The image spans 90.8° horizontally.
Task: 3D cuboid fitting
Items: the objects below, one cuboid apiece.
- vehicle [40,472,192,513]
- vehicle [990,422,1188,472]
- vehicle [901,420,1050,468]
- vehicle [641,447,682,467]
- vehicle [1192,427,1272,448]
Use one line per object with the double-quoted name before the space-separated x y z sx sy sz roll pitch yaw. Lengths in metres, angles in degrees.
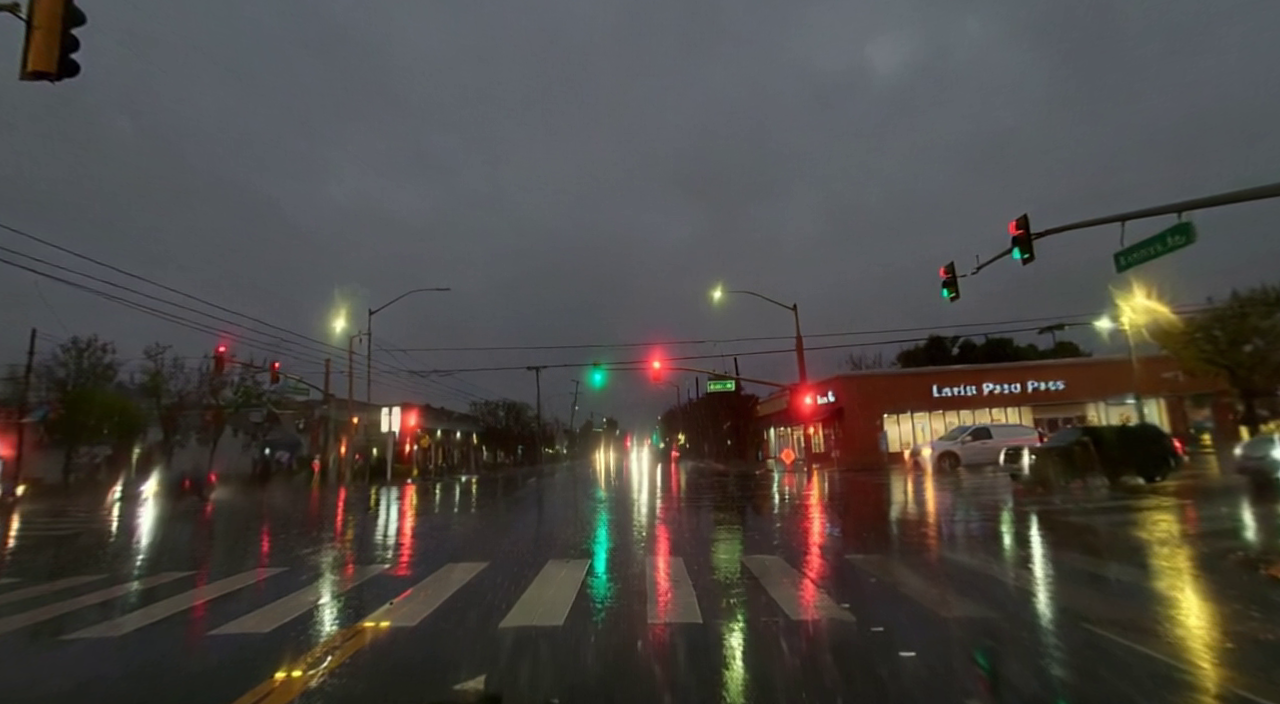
"vehicle" -21.198 5.679 25.657 4.676 1.463 1.909 -1 -8 6
"vehicle" 14.369 3.096 20.610 4.835 1.487 1.913 -4 -9 20
"vehicle" 13.031 3.650 24.942 4.916 1.730 1.986 -4 -9 21
"vehicle" 1.611 8.085 48.892 1.969 1.491 4.612 2 -9 -14
"vehicle" 42.061 6.067 44.909 4.347 1.446 1.777 1 -9 -9
